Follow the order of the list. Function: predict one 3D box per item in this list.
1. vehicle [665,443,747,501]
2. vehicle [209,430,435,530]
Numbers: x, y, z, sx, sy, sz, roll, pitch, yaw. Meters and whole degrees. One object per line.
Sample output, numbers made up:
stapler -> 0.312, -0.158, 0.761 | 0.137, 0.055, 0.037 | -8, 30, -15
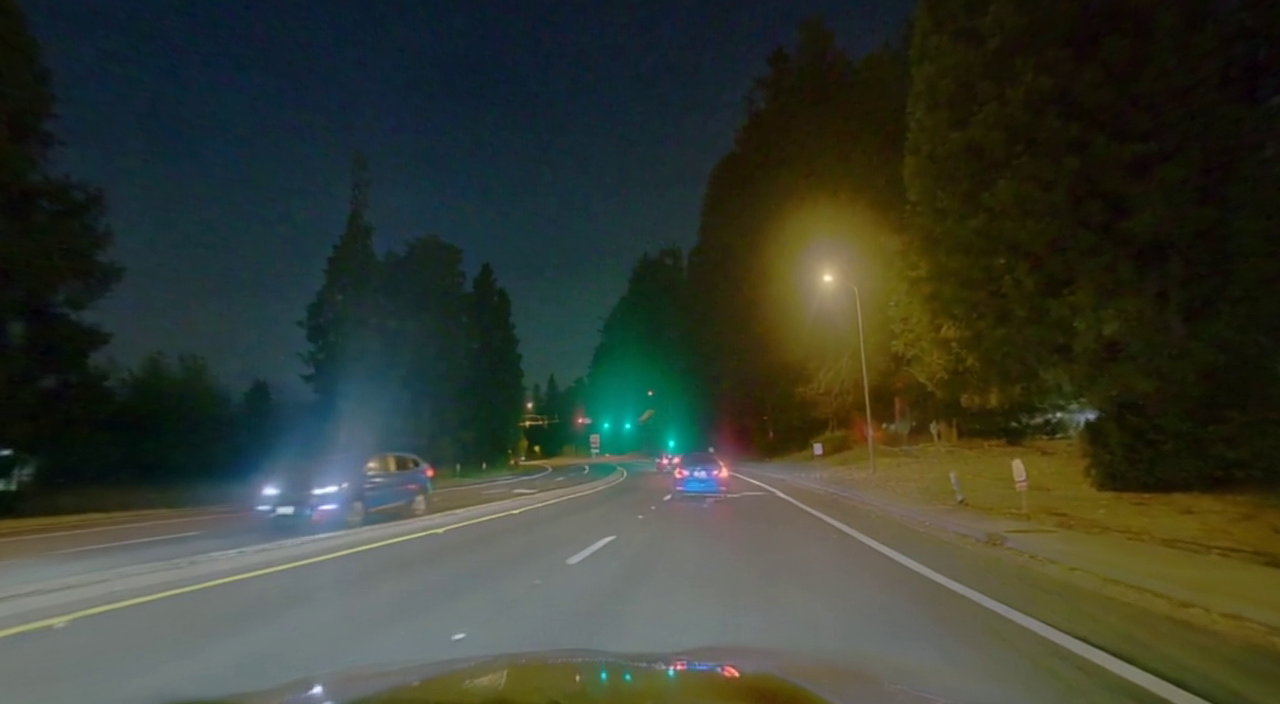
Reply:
vehicle -> 1.912, 3.536, 19.028 | 2.148, 1.521, 4.089 | -1, -8, 4
vehicle -> -7.147, 2.908, 15.075 | 2.150, 1.927, 5.209 | -2, -8, 8
